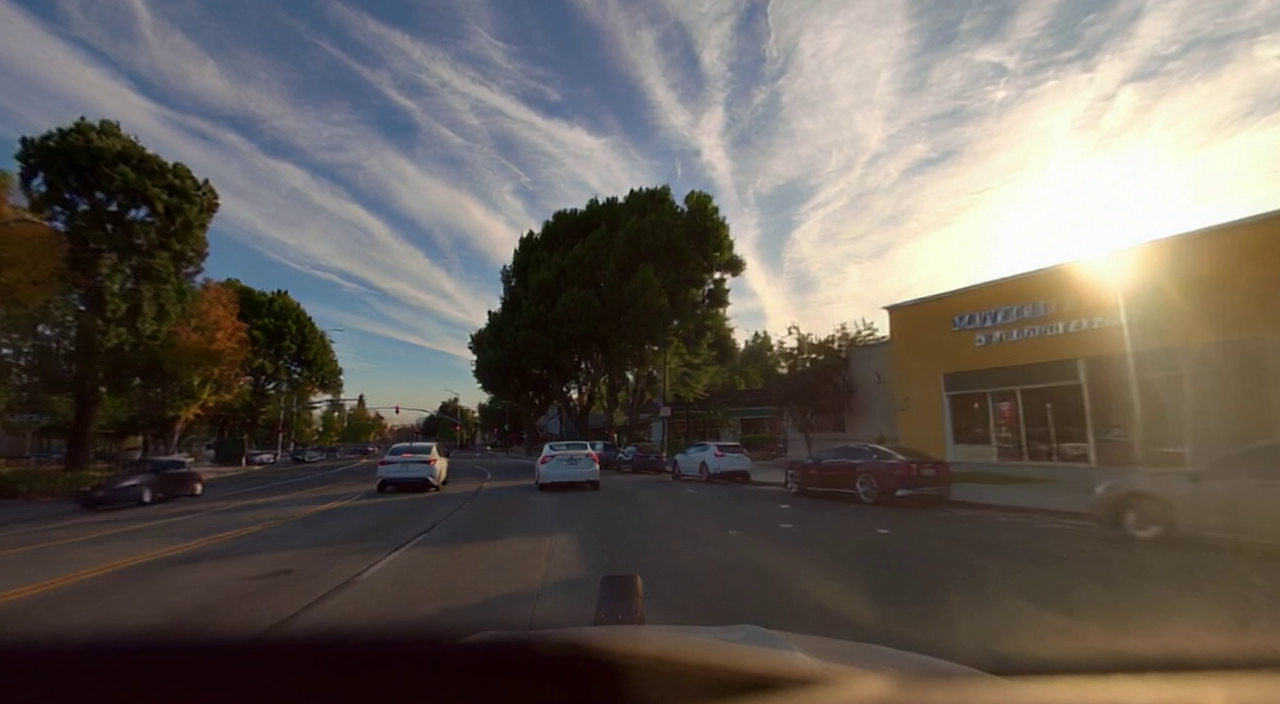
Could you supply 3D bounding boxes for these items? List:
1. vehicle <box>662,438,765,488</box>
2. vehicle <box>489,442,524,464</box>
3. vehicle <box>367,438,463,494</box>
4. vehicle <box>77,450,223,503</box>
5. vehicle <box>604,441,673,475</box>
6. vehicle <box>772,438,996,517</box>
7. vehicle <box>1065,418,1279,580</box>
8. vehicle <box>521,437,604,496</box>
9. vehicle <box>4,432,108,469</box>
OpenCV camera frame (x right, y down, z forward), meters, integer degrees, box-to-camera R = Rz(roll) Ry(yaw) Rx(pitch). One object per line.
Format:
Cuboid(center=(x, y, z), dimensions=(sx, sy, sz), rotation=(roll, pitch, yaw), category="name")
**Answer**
Cuboid(center=(2.435, 3.827, 22.068), dimensions=(1.905, 1.537, 4.276), rotation=(3, -9, -19), category="vehicle")
Cuboid(center=(-9.428, 7.082, 44.235), dimensions=(1.920, 1.416, 4.310), rotation=(2, -9, -18), category="vehicle")
Cuboid(center=(-6.804, 3.445, 19.557), dimensions=(2.105, 1.477, 4.857), rotation=(1, -9, -12), category="vehicle")
Cuboid(center=(-15.590, 3.934, 20.376), dimensions=(2.000, 1.477, 4.346), rotation=(2, -9, -13), category="vehicle")
Cuboid(center=(-0.164, 5.024, 30.210), dimensions=(1.867, 1.489, 4.694), rotation=(3, -9, -19), category="vehicle")
Cuboid(center=(5.185, 2.714, 14.311), dimensions=(2.038, 1.446, 4.896), rotation=(2, -9, -18), category="vehicle")
Cuboid(center=(7.100, 1.475, 6.493), dimensions=(1.952, 1.547, 4.091), rotation=(2, -9, -16), category="vehicle")
Cuboid(center=(-2.392, 3.253, 18.361), dimensions=(2.001, 1.483, 4.442), rotation=(1, -9, -12), category="vehicle")
Cuboid(center=(-38.528, 6.530, 41.818), dimensions=(2.430, 2.266, 6.029), rotation=(4, -9, -16), category="vehicle")
